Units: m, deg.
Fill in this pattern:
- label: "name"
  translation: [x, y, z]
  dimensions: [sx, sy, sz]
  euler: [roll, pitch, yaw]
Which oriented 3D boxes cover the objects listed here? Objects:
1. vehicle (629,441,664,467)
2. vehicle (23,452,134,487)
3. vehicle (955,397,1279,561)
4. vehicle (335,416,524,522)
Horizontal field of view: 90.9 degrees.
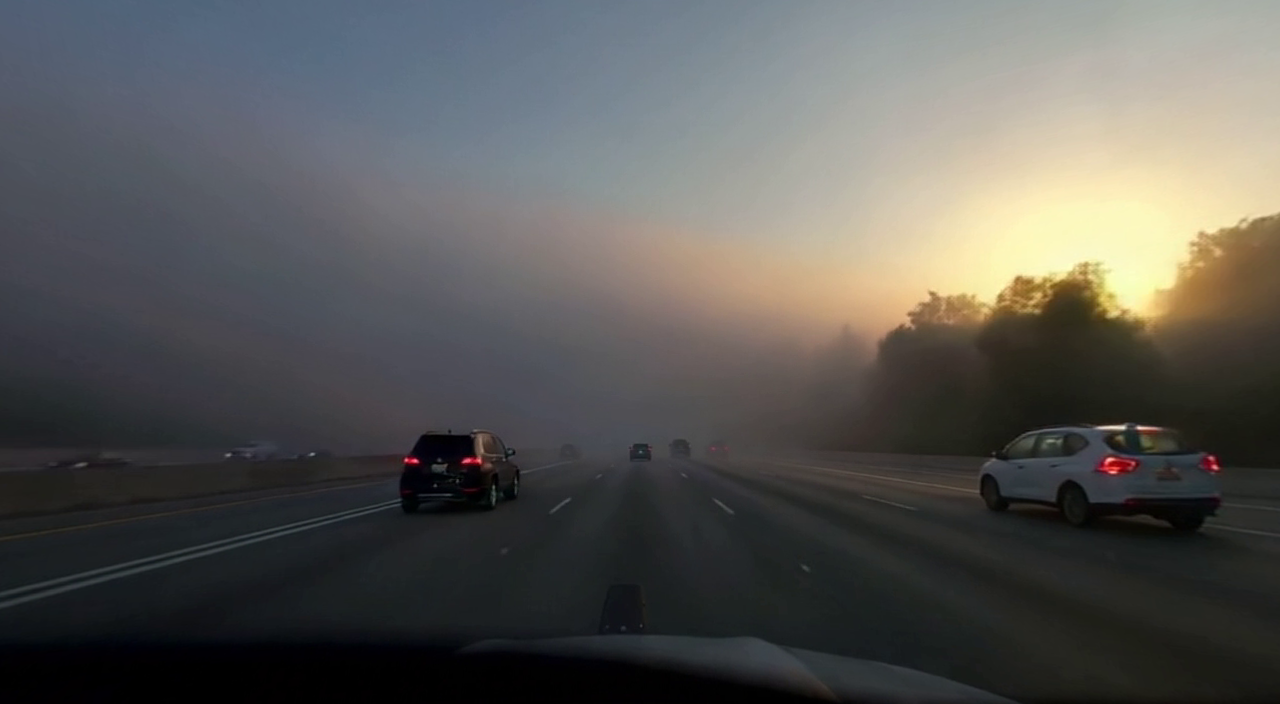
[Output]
- label: "vehicle"
  translation: [0.359, 6.230, 38.717]
  dimensions: [2.050, 1.452, 3.917]
  euler: [0, -8, -1]
- label: "vehicle"
  translation: [-27.502, 5.734, 31.086]
  dimensions: [1.789, 1.537, 3.961]
  euler: [0, -8, 0]
- label: "vehicle"
  translation: [7.023, 1.730, 9.345]
  dimensions: [2.123, 1.756, 4.959]
  euler: [0, -8, 0]
- label: "vehicle"
  translation: [-3.971, 2.313, 13.010]
  dimensions: [2.118, 1.750, 4.875]
  euler: [0, -8, 1]
